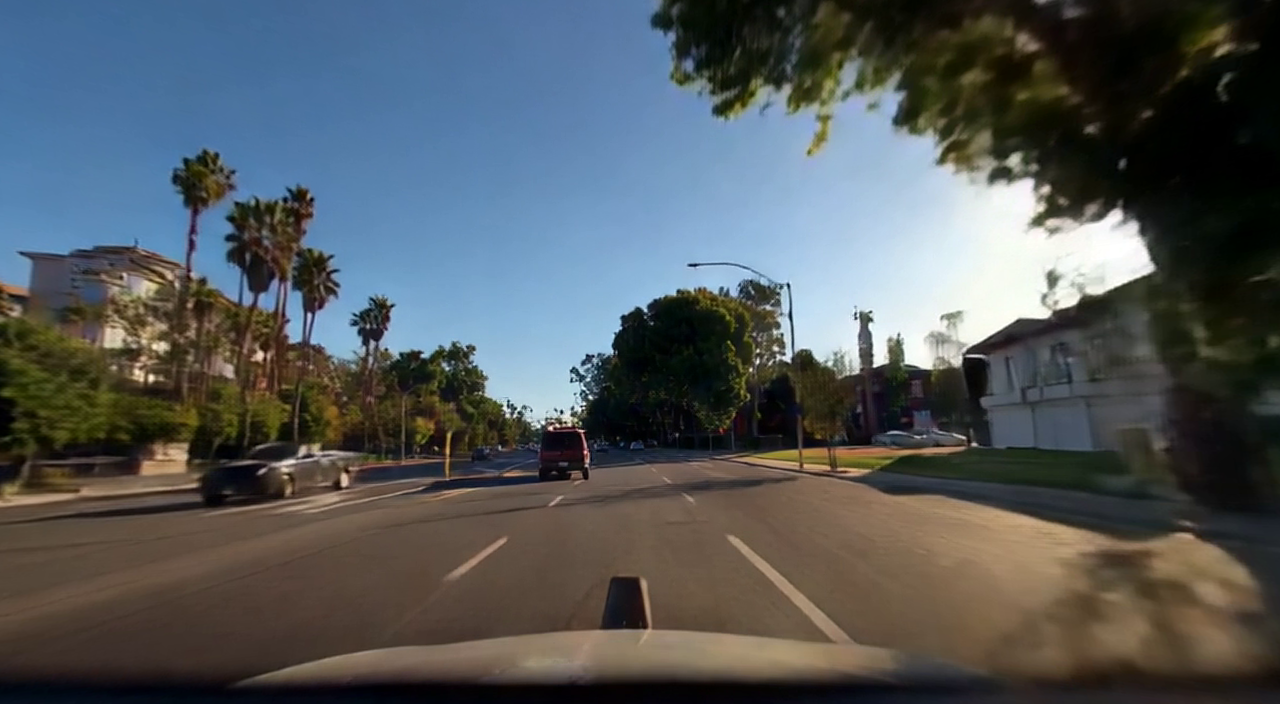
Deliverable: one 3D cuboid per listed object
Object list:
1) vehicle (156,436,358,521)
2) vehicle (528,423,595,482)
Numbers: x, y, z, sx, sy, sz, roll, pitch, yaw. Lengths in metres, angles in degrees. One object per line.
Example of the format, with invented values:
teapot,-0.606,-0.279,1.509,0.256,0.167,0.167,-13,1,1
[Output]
vehicle,-8.792,2.915,15.035,2.114,1.698,4.415,0,-9,-2
vehicle,-3.203,4.249,26.742,2.507,2.161,6.049,1,-9,-5
